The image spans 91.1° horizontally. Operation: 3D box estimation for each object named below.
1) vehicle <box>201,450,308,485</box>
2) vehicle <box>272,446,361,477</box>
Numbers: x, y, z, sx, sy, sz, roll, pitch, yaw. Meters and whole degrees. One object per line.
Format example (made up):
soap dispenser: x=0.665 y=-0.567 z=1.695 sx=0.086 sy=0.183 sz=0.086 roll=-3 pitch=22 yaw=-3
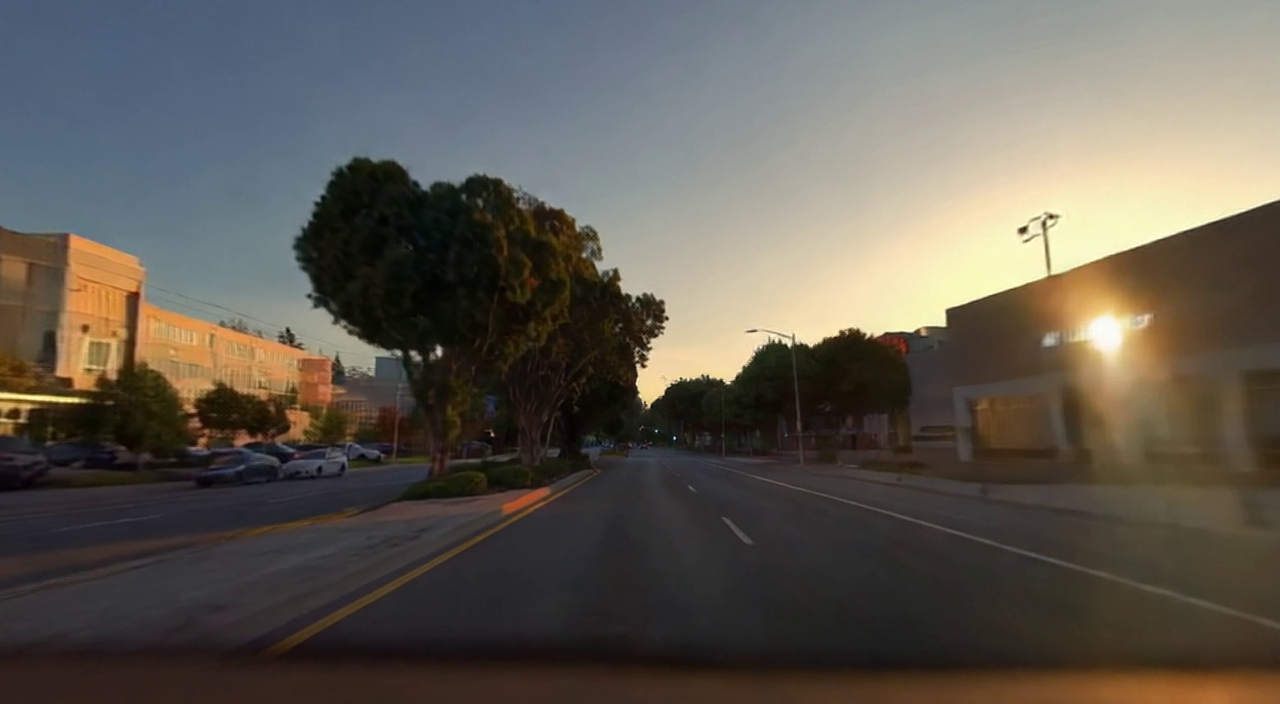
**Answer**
vehicle: x=-18.810 y=5.613 z=30.961 sx=2.034 sy=1.562 sz=4.828 roll=0 pitch=-9 yaw=3
vehicle: x=-18.712 y=6.318 z=36.671 sx=2.177 sy=1.656 sz=5.516 roll=0 pitch=-9 yaw=2
